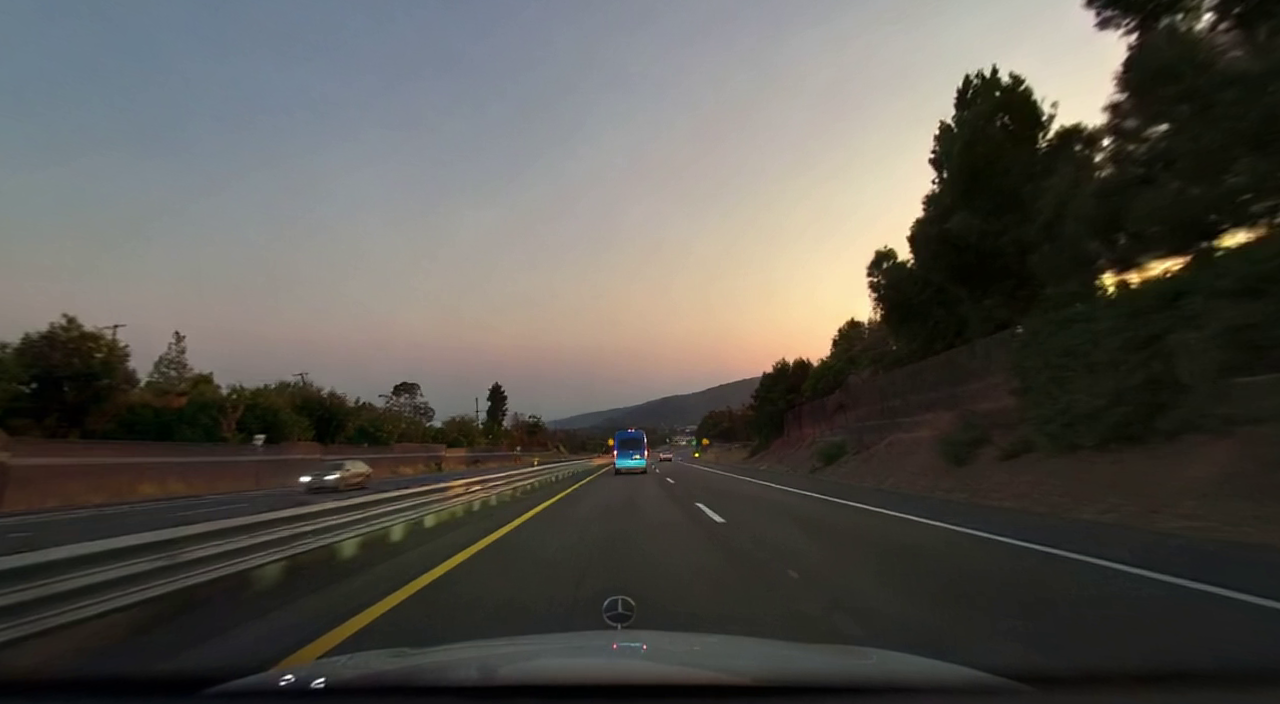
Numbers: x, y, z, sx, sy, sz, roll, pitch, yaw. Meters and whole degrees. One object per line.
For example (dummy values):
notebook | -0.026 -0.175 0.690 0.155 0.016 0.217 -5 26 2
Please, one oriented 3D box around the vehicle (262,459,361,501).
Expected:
vehicle | -13.418 5.222 25.883 1.941 1.503 3.919 0 -9 0

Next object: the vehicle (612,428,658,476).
vehicle | -0.300 6.012 37.768 2.560 2.598 5.581 0 -9 0
